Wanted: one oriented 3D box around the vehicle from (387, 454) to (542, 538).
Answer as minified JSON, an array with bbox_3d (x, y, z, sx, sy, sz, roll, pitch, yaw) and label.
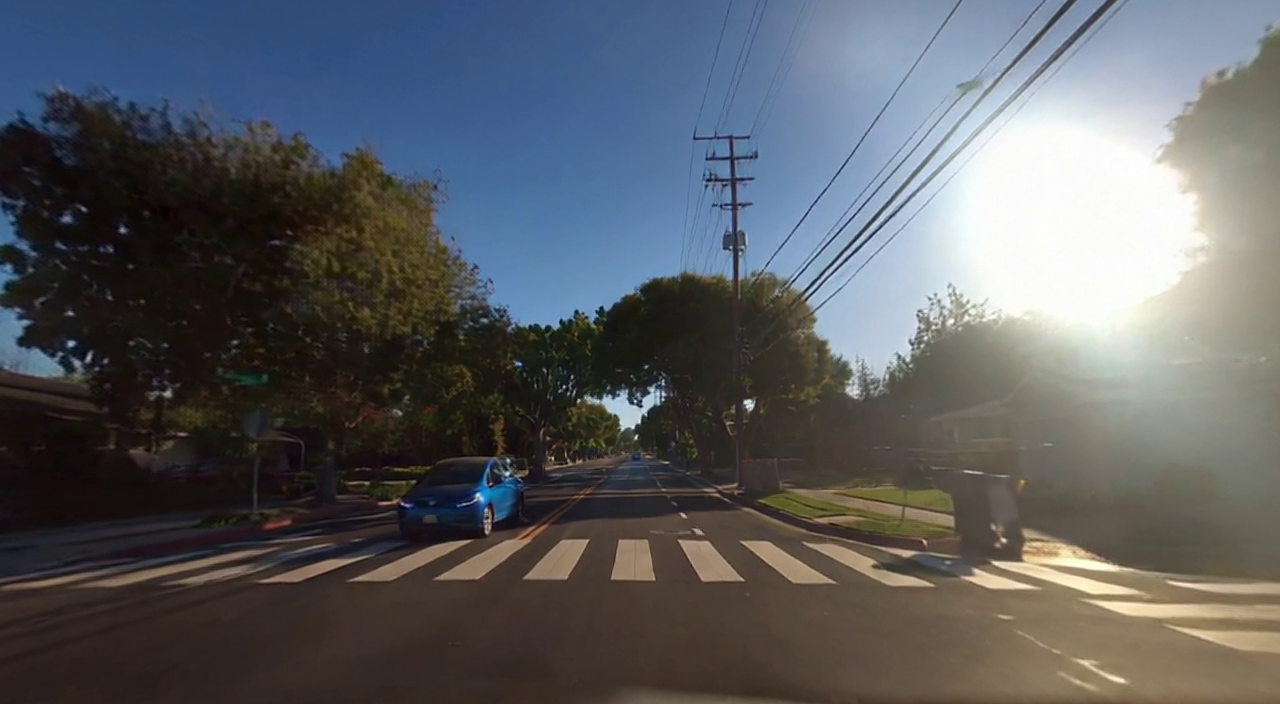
[{"bbox_3d":[-3.511,2.954,13.583,2.102,1.463,4.024,0,-9,1],"label":"vehicle"}]
